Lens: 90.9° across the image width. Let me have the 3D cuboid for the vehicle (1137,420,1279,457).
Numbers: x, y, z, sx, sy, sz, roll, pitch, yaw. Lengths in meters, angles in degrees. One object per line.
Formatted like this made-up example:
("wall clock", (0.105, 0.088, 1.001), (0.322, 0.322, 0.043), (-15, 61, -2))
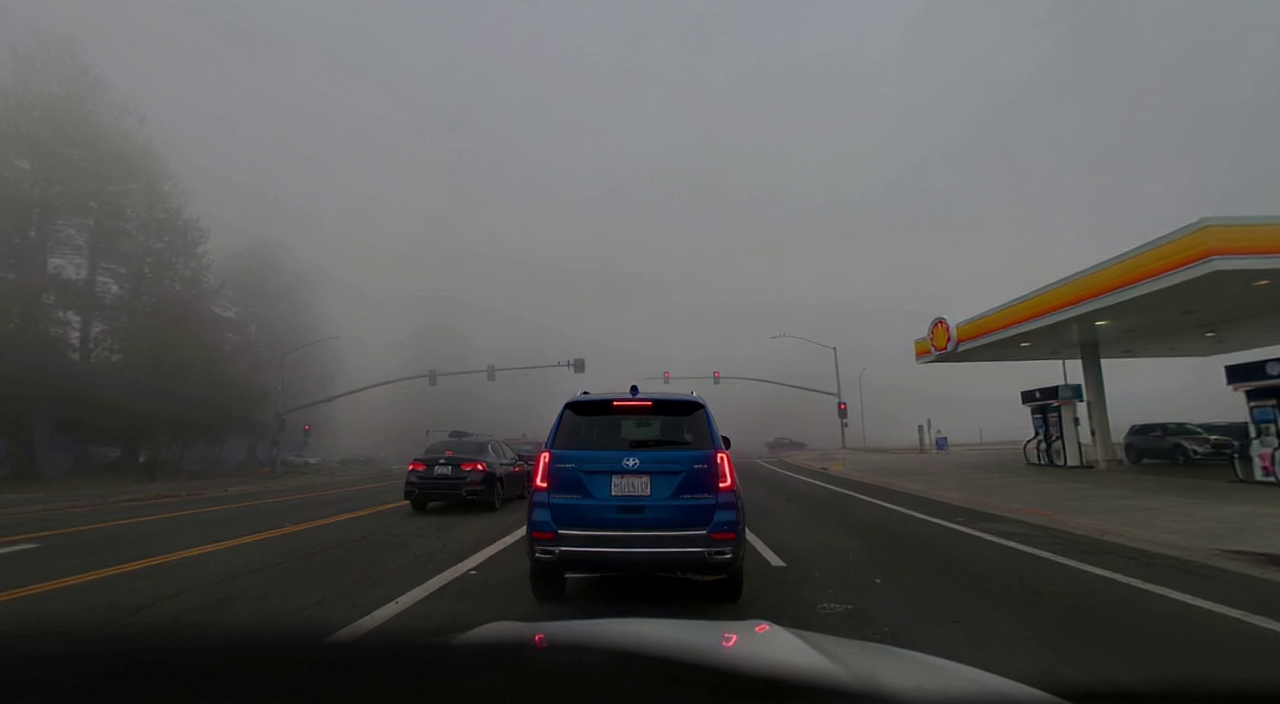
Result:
("vehicle", (25.942, 3.965, 28.782), (4.551, 1.616, 1.973), (-2, -9, 11))

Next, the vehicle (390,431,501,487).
("vehicle", (-6.647, 3.710, 22.162), (2.065, 1.753, 4.525), (-1, -9, 6))

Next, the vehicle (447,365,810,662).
("vehicle", (0.012, 1.316, 6.127), (2.236, 1.819, 4.291), (-1, -9, 3))
